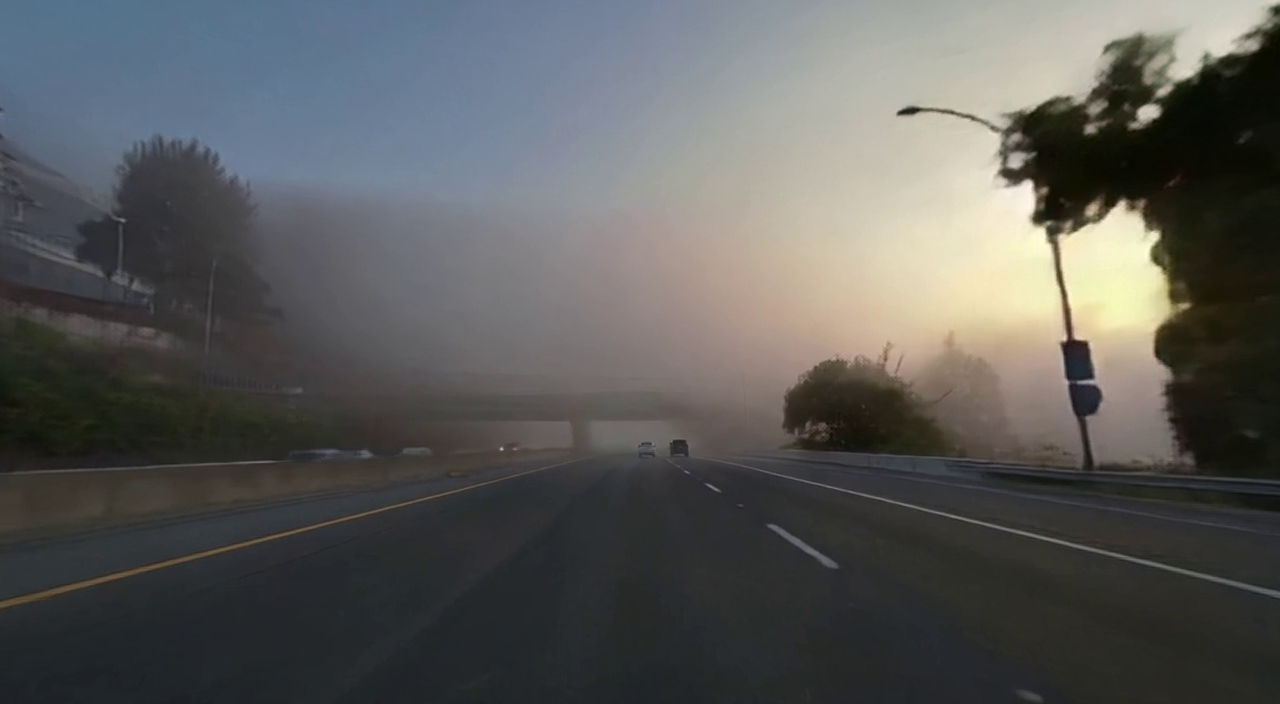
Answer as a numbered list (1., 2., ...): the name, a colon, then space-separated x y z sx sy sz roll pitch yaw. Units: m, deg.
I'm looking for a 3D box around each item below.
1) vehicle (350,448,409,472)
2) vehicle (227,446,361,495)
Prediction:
1. vehicle: -17.617 7.325 42.956 1.933 1.508 4.782 0 -8 1
2. vehicle: -11.617 3.974 21.625 1.916 1.478 4.645 0 -8 1
